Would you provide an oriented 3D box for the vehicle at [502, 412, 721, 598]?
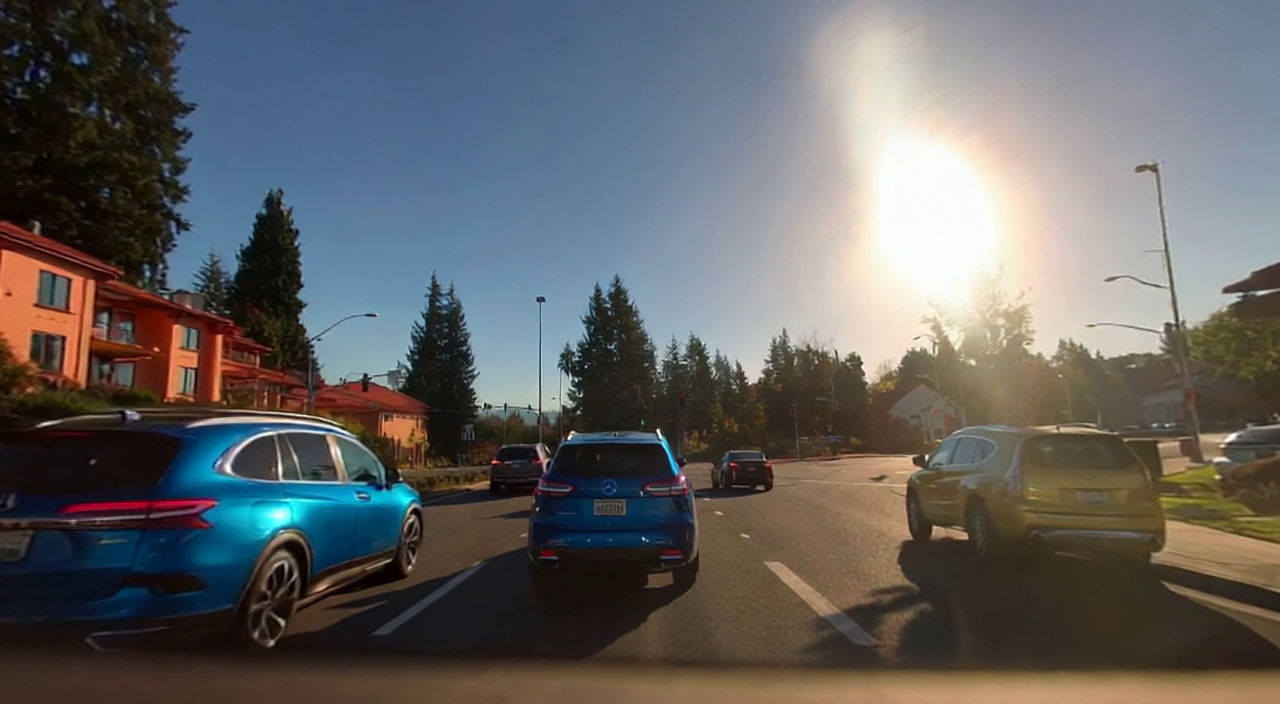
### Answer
[{"bbox_3d":[-0.198,1.728,7.960,2.022,1.700,4.084,0,-9,2],"label":"vehicle"}]

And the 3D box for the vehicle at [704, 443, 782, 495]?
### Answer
[{"bbox_3d":[3.373,3.891,21.345,1.847,1.554,3.885,0,-9,-2],"label":"vehicle"}]

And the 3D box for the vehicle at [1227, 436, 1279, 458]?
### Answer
[{"bbox_3d":[44.082,6.543,43.421,4.835,1.518,1.910,-4,-9,24],"label":"vehicle"}]

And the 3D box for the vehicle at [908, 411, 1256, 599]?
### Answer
[{"bbox_3d":[5.173,1.795,8.366,2.014,1.740,4.515,-2,-9,11],"label":"vehicle"}]

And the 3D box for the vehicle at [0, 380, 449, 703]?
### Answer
[{"bbox_3d":[-3.466,1.353,5.604,2.047,1.741,4.470,0,-9,1],"label":"vehicle"}]
